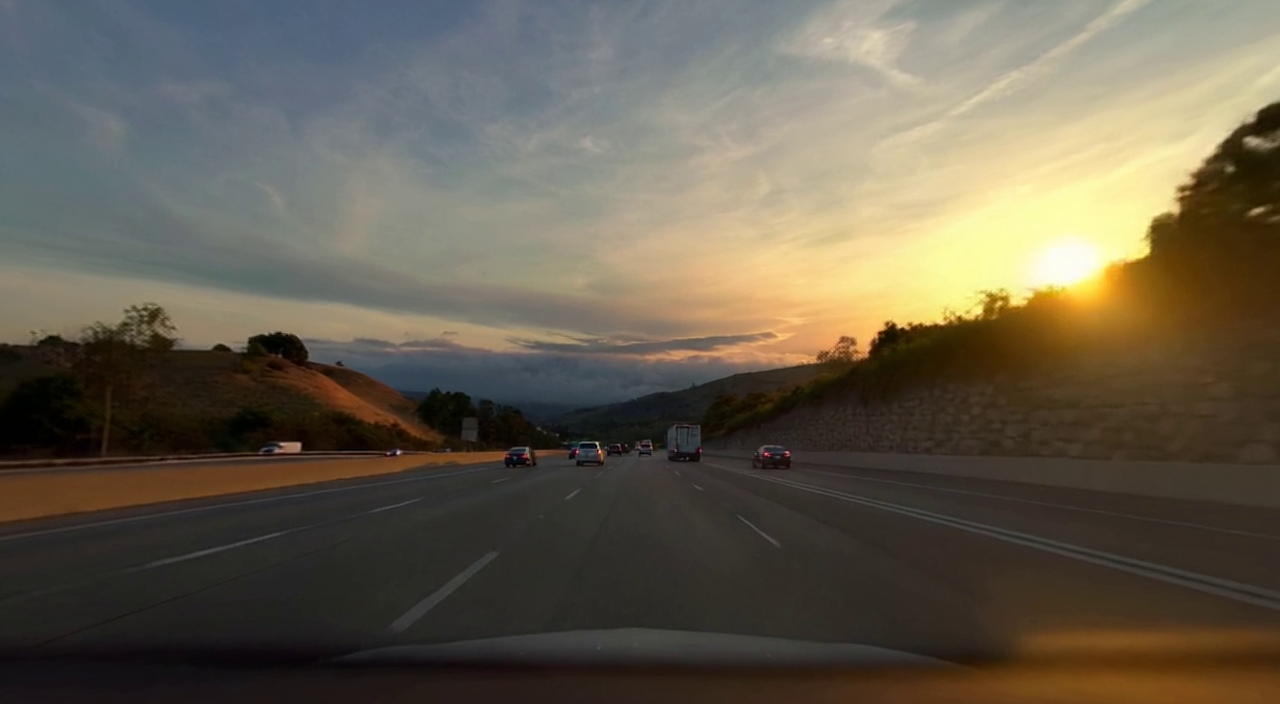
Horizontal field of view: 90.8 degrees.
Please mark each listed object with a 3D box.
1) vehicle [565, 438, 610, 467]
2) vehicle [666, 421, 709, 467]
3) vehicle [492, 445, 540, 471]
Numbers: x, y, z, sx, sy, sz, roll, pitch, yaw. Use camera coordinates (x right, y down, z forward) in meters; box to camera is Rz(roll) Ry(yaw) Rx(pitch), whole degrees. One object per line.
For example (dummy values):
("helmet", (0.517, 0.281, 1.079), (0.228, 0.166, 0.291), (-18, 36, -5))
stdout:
("vehicle", (-3.798, 7.438, 46.894), (2.720, 2.041, 5.432), (0, -8, 1))
("vehicle", (3.503, 6.994, 48.181), (2.795, 3.187, 7.205), (0, -8, 0))
("vehicle", (-7.744, 6.650, 39.966), (2.102, 1.522, 4.394), (0, -8, 0))
